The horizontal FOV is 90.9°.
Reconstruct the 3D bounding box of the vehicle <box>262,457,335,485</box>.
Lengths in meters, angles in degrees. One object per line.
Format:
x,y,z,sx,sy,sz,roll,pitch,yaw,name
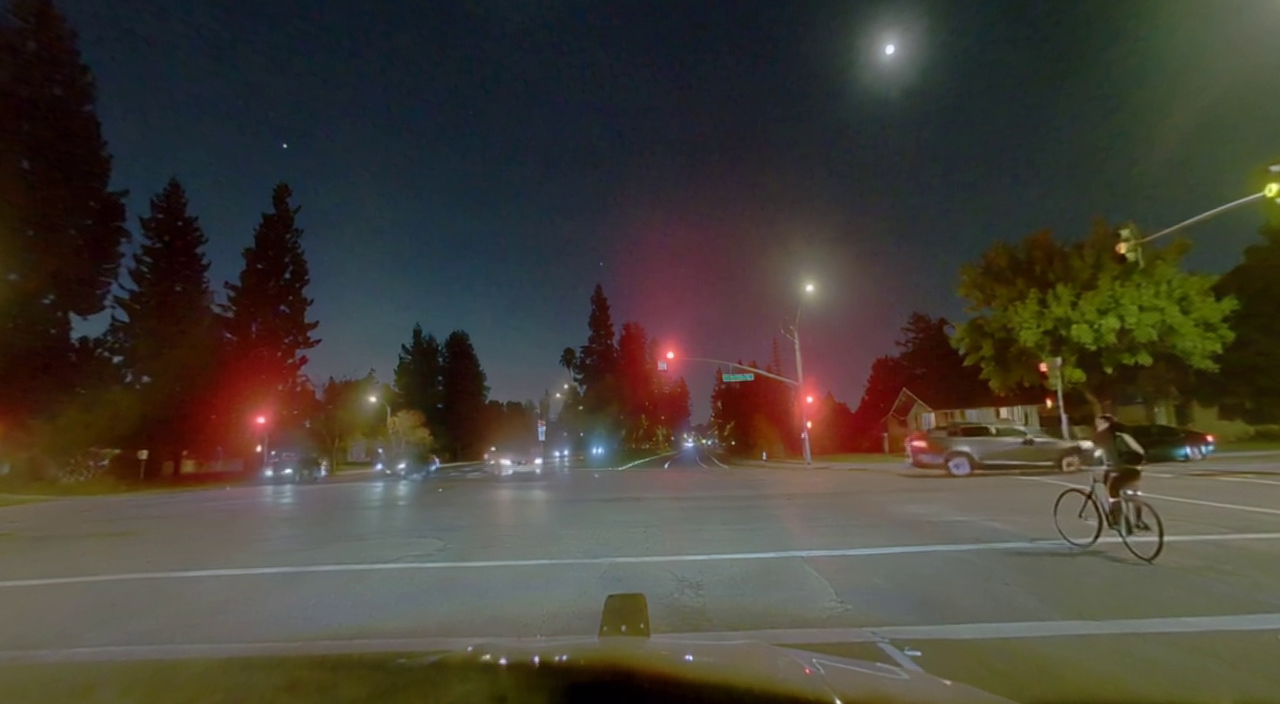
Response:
-20.797,7.244,38.626,1.872,1.455,4.576,0,-9,0,vehicle

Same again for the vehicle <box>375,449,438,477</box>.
-13.466,6.387,36.595,1.973,1.511,4.299,0,-9,0,vehicle

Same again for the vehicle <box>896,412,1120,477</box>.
10.590,2.760,18.664,5.188,1.731,2.191,-2,-9,14,vehicle

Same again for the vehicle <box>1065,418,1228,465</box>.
17.375,3.100,21.774,3.969,1.493,1.823,0,-9,1,vehicle

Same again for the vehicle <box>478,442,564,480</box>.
-5.250,4.672,27.334,2.017,1.496,4.749,5,-10,-32,vehicle
